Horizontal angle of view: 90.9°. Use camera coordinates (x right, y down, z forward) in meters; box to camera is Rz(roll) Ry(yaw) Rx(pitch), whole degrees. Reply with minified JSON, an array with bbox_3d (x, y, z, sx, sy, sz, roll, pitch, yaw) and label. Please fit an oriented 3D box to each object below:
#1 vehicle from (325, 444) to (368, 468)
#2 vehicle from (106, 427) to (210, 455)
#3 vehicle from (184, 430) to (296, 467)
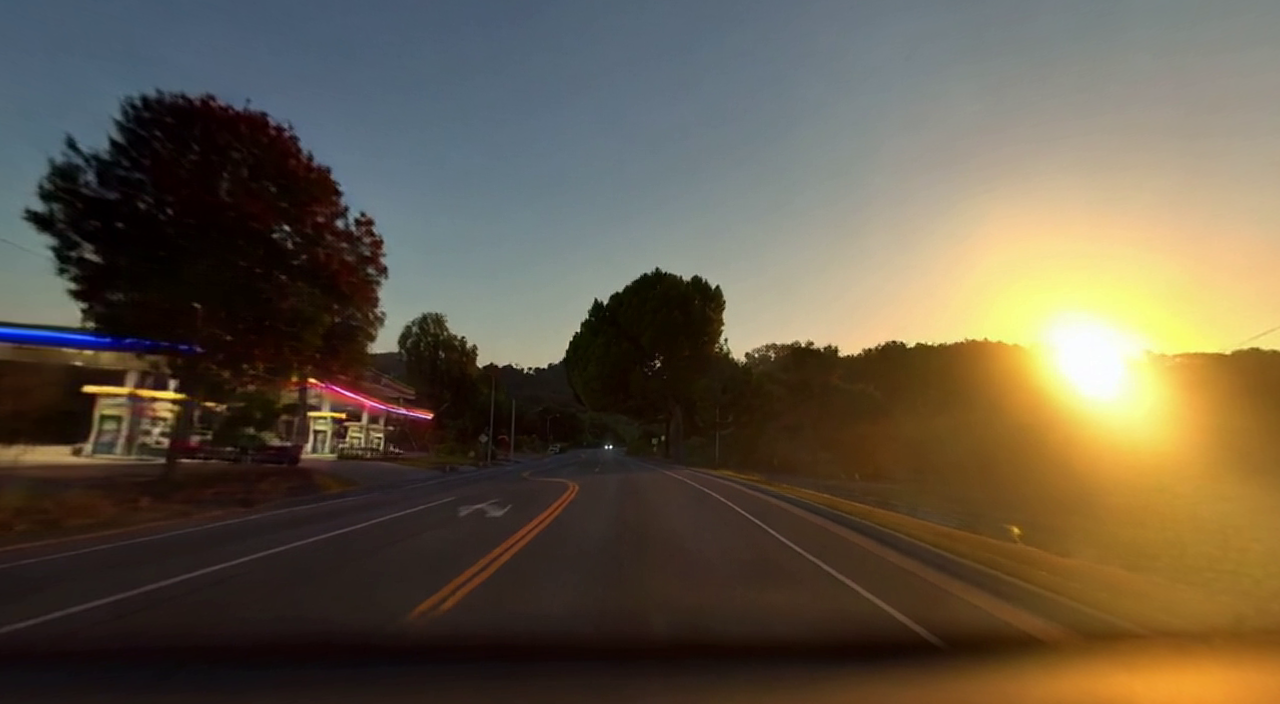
[{"bbox_3d":[-19.319,6.882,41.702,1.885,1.490,4.474,4,-10,-17],"label":"vehicle"},{"bbox_3d":[-27.998,5.186,36.680,4.505,1.523,1.873,8,-12,-42],"label":"vehicle"},{"bbox_3d":[-21.702,5.244,34.320,4.907,1.827,2.121,6,-10,-34],"label":"vehicle"}]
